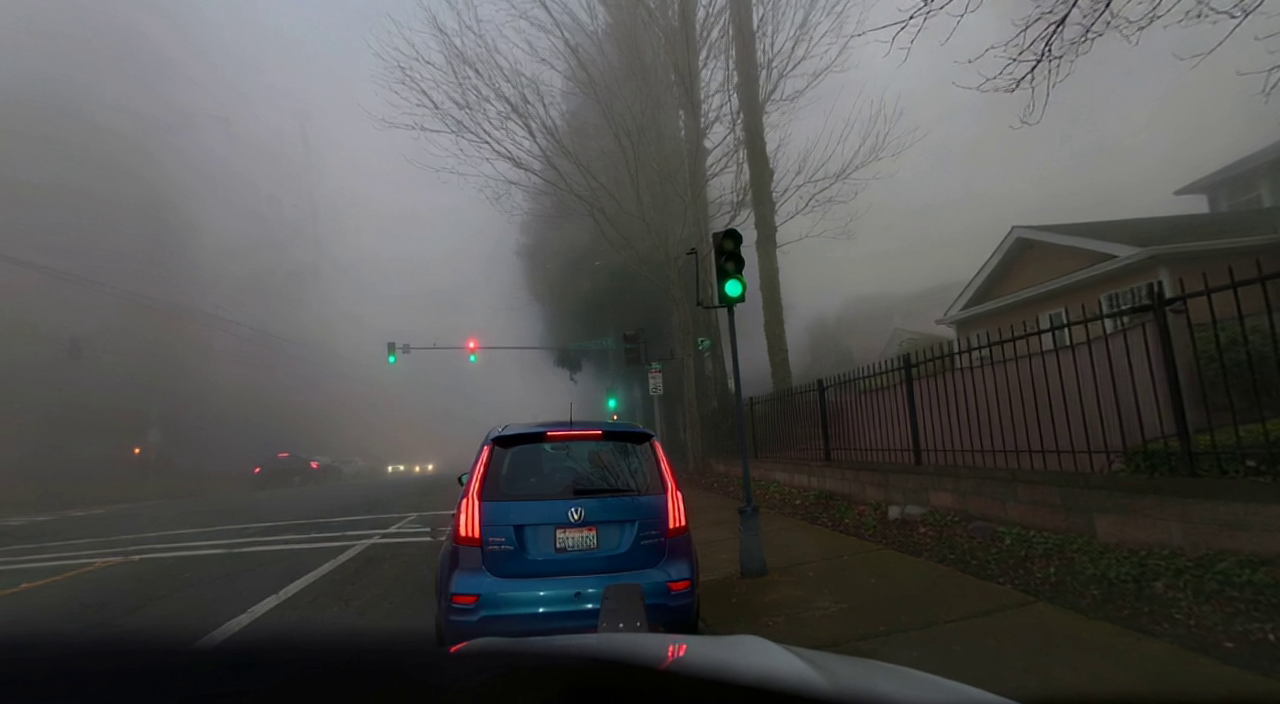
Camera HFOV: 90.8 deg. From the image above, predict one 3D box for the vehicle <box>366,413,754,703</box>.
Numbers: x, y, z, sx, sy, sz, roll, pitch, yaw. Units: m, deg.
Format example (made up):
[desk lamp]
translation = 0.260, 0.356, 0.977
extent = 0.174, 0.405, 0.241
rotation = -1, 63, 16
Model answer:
[vehicle]
translation = -0.663, 1.361, 5.228
extent = 2.024, 1.502, 3.702
rotation = 1, -9, -9
